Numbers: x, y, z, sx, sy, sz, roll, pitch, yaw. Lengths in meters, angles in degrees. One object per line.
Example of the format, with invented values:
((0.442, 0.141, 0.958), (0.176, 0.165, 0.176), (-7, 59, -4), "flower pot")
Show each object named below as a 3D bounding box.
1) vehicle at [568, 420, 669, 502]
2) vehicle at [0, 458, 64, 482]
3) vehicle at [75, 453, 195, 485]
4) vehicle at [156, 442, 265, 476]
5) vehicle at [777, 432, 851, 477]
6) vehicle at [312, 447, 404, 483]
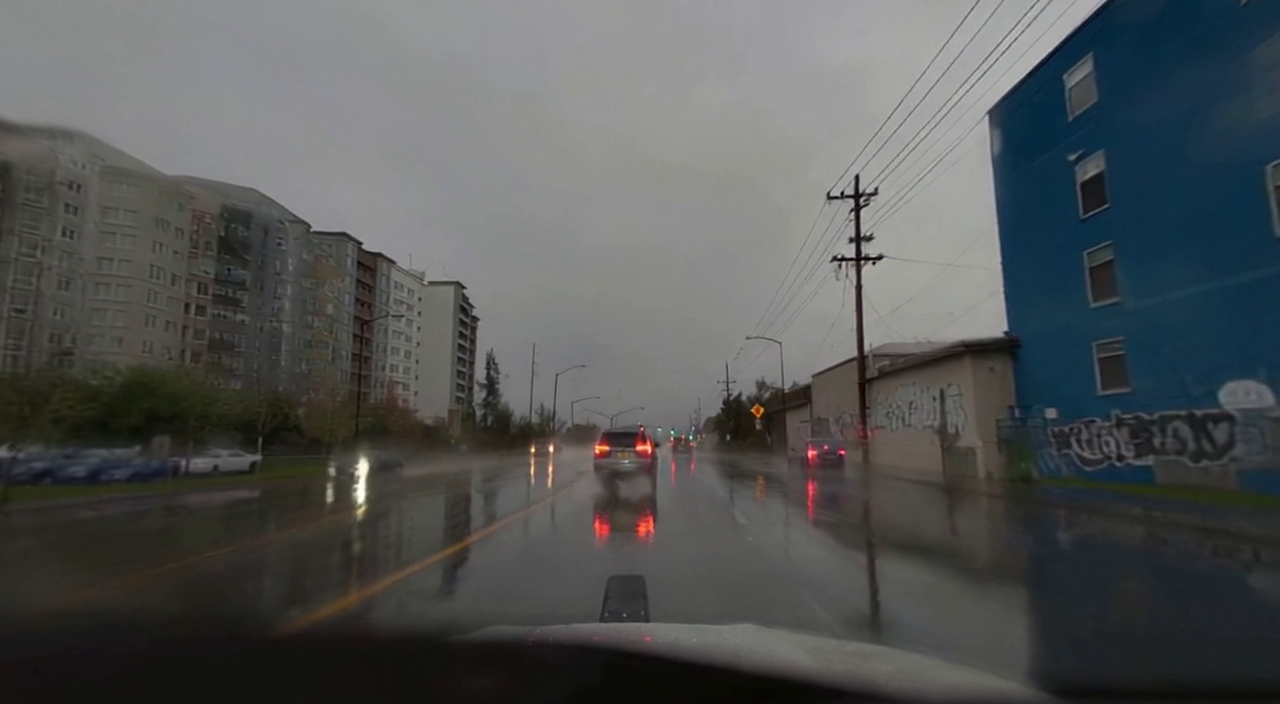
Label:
((-0.375, 2.749, 16.299), (2.160, 1.786, 4.702), (0, -8, 3), "vehicle")
((-40.598, 7.644, 40.916), (1.908, 1.433, 4.543), (-1, -8, 4), "vehicle")
((-26.628, 6.150, 33.363), (4.712, 1.473, 2.083), (-3, -9, 5), "vehicle")
((-25.983, 6.468, 38.305), (4.916, 1.826, 2.242), (-2, -9, -1), "vehicle")
((7.324, 4.357, 27.028), (1.952, 1.749, 4.311), (0, -8, 0), "vehicle")
((-13.008, 5.193, 29.400), (1.842, 1.482, 4.386), (-1, -8, 7), "vehicle")
